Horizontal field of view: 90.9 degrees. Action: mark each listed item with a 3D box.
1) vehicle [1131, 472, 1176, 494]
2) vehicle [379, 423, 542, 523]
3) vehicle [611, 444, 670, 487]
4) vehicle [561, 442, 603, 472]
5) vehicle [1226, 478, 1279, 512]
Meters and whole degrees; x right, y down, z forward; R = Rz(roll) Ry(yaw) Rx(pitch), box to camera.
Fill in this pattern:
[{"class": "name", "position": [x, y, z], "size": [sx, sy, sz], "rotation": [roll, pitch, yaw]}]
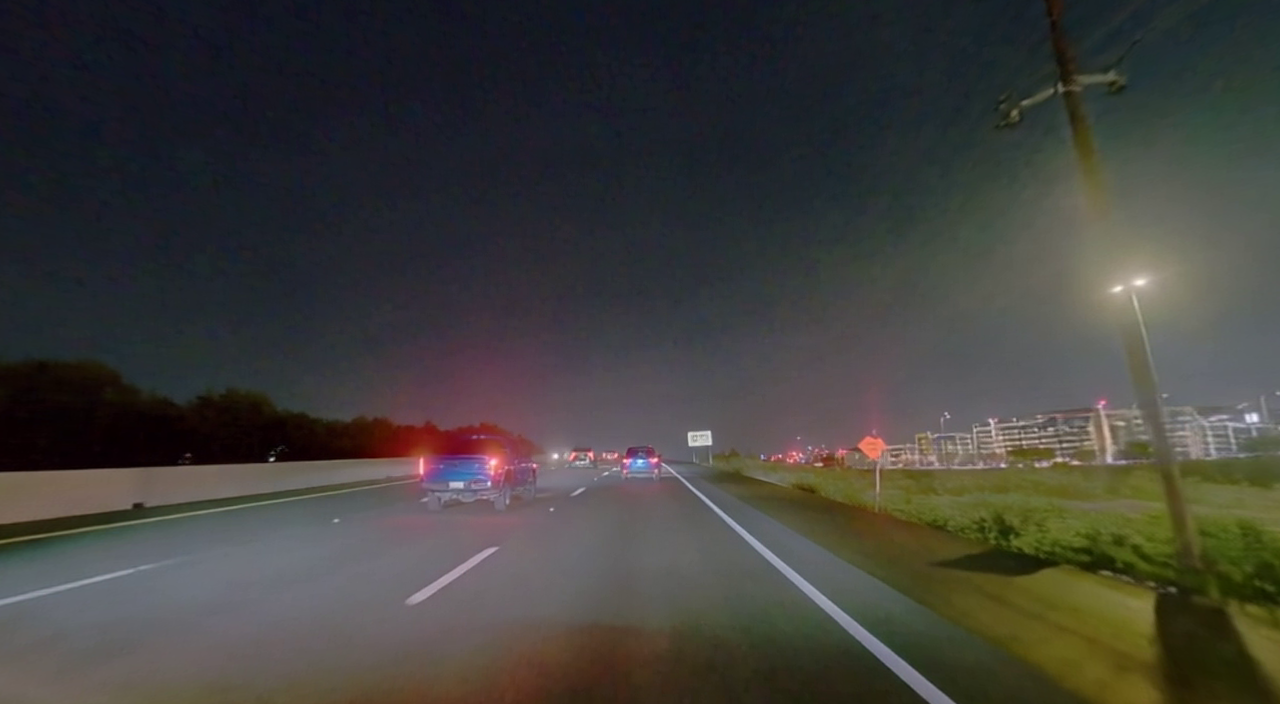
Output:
[{"class": "vehicle", "position": [39.783, 10.099, 48.827], "size": [4.203, 1.418, 1.942], "rotation": [8, -12, -42]}, {"class": "vehicle", "position": [-3.635, 2.552, 13.807], "size": [2.133, 1.789, 4.518], "rotation": [-1, -9, 1]}, {"class": "vehicle", "position": [0.003, 4.223, 23.841], "size": [2.047, 1.473, 3.978], "rotation": [0, -9, 0]}, {"class": "vehicle", "position": [-3.502, 6.480, 38.968], "size": [1.993, 1.717, 4.321], "rotation": [-1, -9, 2]}, {"class": "vehicle", "position": [34.093, 7.795, 34.583], "size": [1.844, 1.467, 4.653], "rotation": [-5, -10, 31]}]
